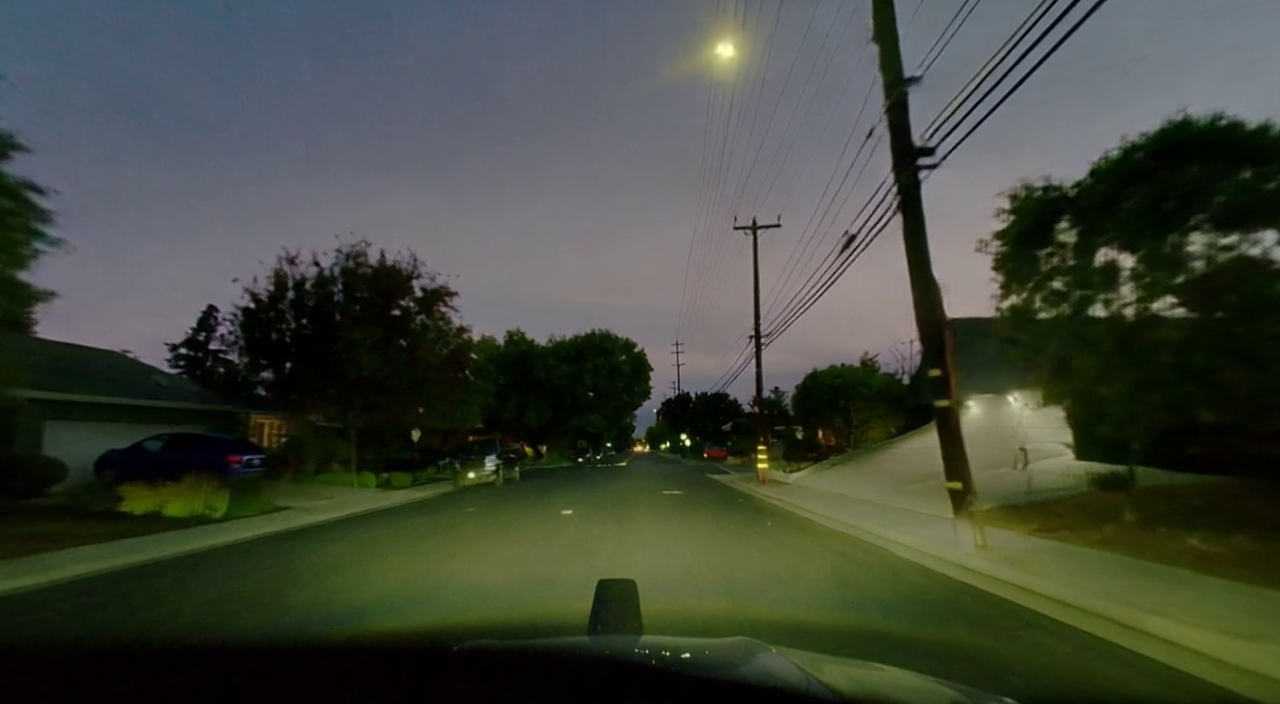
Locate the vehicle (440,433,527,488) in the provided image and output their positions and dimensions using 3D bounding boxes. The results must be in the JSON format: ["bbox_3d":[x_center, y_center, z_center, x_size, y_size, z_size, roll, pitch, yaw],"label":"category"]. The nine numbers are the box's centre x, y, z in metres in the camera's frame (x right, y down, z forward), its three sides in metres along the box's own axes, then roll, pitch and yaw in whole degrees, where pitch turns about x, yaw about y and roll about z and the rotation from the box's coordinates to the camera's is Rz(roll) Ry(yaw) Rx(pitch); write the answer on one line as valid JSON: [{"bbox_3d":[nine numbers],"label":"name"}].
[{"bbox_3d":[-6.988,5.001,29.114,2.739,2.164,6.065,-1,-10,-3],"label":"vehicle"}]

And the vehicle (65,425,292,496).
[{"bbox_3d":[-13.664,3.229,19.005,5.033,1.997,2.126,0,-9,-1],"label":"vehicle"}]
